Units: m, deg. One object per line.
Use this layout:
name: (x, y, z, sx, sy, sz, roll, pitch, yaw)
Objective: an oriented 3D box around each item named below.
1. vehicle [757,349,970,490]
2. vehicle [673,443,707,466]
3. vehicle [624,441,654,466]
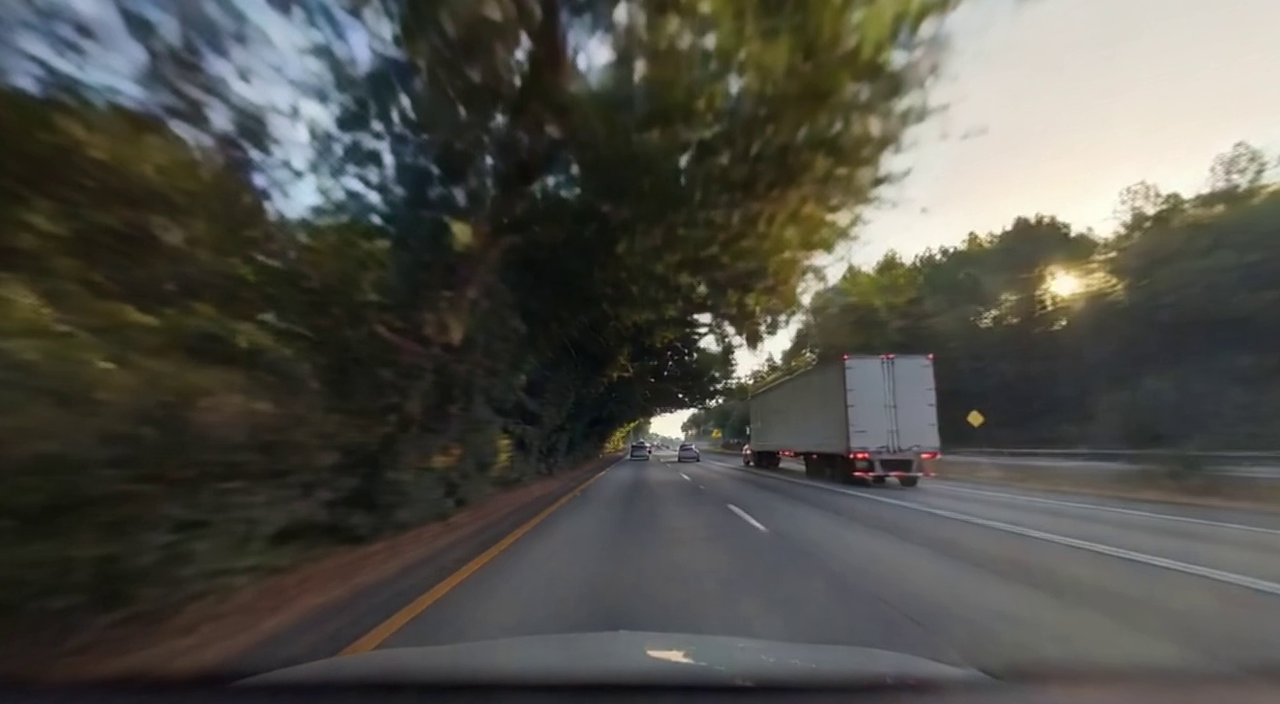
vehicle: (7.754, 2.988, 25.226, 3.044, 4.073, 14.016, 0, -9, -1)
vehicle: (3.538, 7.406, 45.426, 2.025, 1.534, 4.179, 0, -9, -1)
vehicle: (-0.112, 7.524, 46.701, 2.114, 1.706, 4.106, 0, -9, 0)
